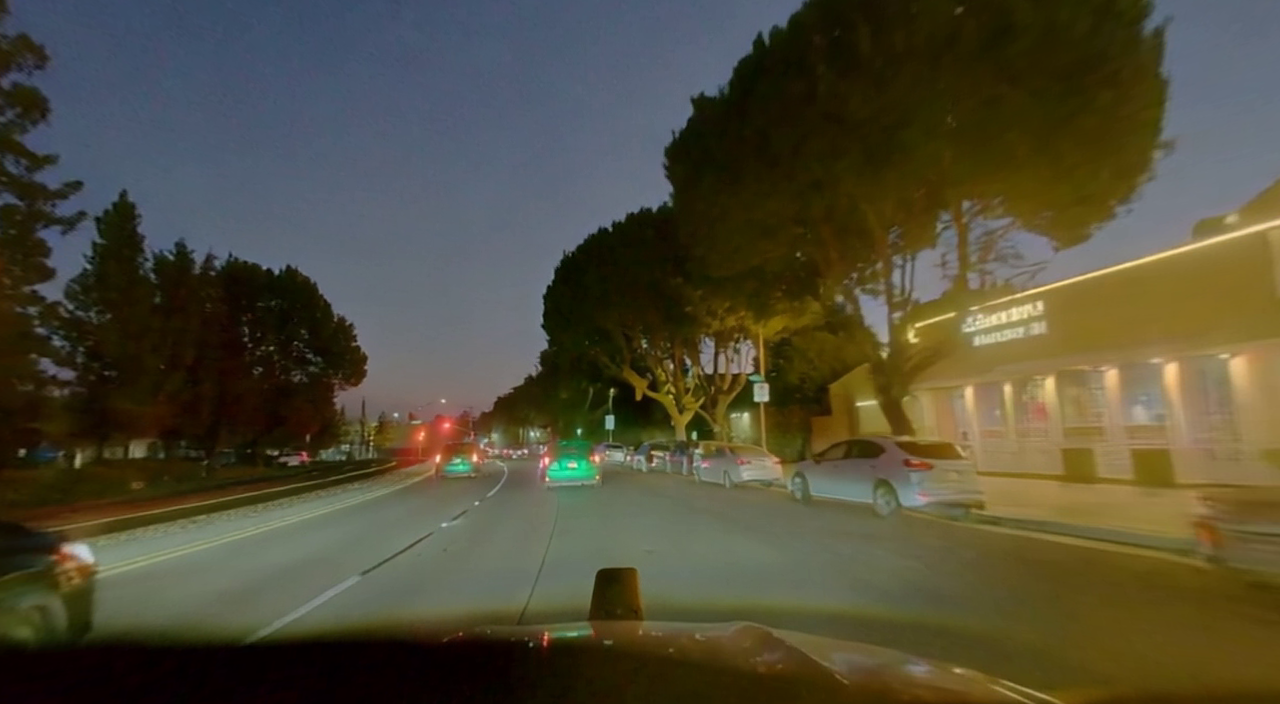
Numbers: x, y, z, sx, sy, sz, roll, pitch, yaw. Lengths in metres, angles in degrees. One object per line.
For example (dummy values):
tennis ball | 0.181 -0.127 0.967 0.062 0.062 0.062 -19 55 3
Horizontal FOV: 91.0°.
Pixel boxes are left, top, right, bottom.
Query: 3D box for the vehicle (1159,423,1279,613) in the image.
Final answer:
vehicle | 6.283 1.081 3.523 2.038 1.446 4.896 2 -9 -12

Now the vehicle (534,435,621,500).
vehicle | -1.754 3.019 16.959 2.001 1.483 4.442 1 -8 -8

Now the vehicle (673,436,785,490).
vehicle | 2.603 3.418 19.809 1.867 1.489 4.694 2 -9 -13

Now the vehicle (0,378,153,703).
vehicle | -4.272 0.803 1.895 2.065 1.714 4.570 0 -8 -3

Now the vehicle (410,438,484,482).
vehicle | -7.217 4.066 24.051 2.105 1.477 4.857 1 -9 -10

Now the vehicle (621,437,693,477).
vehicle | 0.620 4.473 27.120 1.911 1.534 4.599 2 -9 -14

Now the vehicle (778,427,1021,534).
vehicle | 4.352 2.209 11.473 1.905 1.537 4.276 2 -9 -13
